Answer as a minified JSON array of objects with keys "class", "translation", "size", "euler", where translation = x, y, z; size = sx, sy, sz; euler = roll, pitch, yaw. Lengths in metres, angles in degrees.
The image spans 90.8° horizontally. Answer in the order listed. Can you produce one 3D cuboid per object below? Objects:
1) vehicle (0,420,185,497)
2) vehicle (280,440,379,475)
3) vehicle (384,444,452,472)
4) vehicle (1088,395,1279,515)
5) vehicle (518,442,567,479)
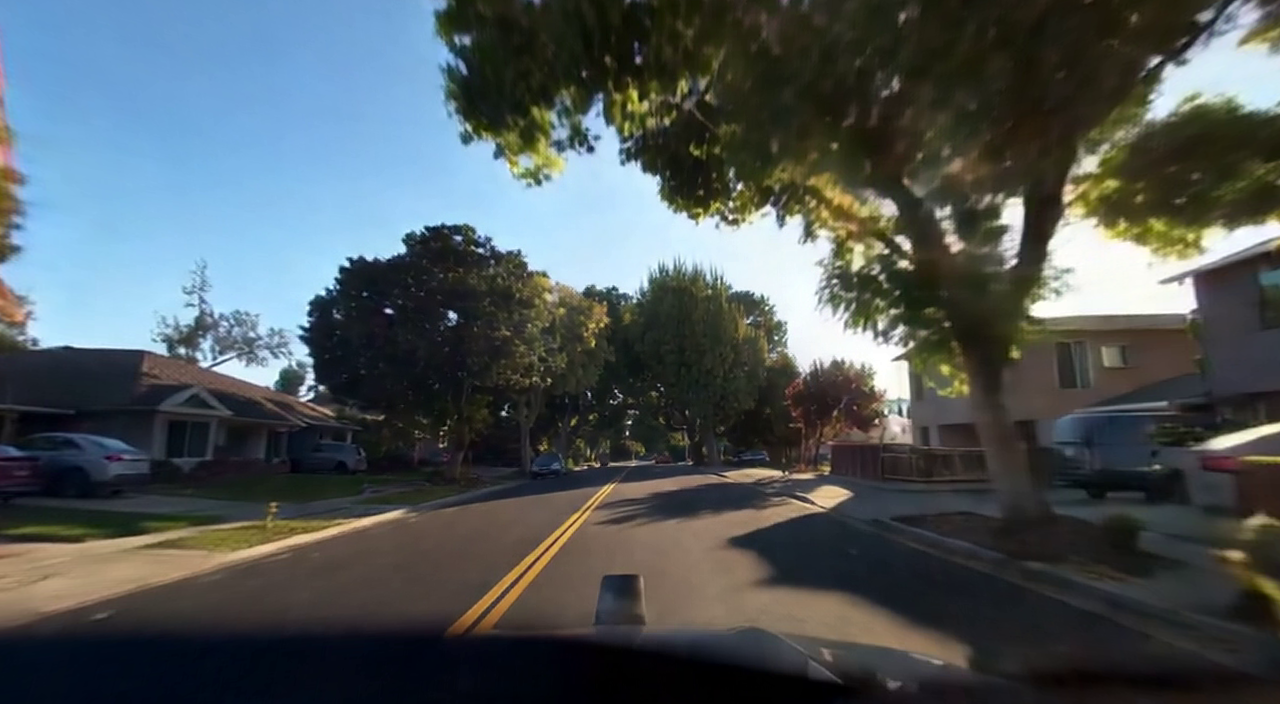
[{"class":"vehicle","translation":[-14.279,2.738,16.427],"size":[4.537,1.751,2.051],"euler":[-5,-10,28]},{"class":"vehicle","translation":[-14.485,4.869,29.374],"size":[4.668,1.491,1.941],"euler":[-6,-10,32]},{"class":"vehicle","translation":[-16.619,7.939,47.229],"size":[4.742,1.495,1.963],"euler":[-11,-11,23]},{"class":"vehicle","translation":[9.791,1.506,9.379],"size":[4.599,1.622,1.998],"euler":[-3,-9,18]},{"class":"vehicle","translation":[-5.418,6.190,35.599],"size":[1.924,1.765,4.542],"euler":[-3,-12,2]}]
